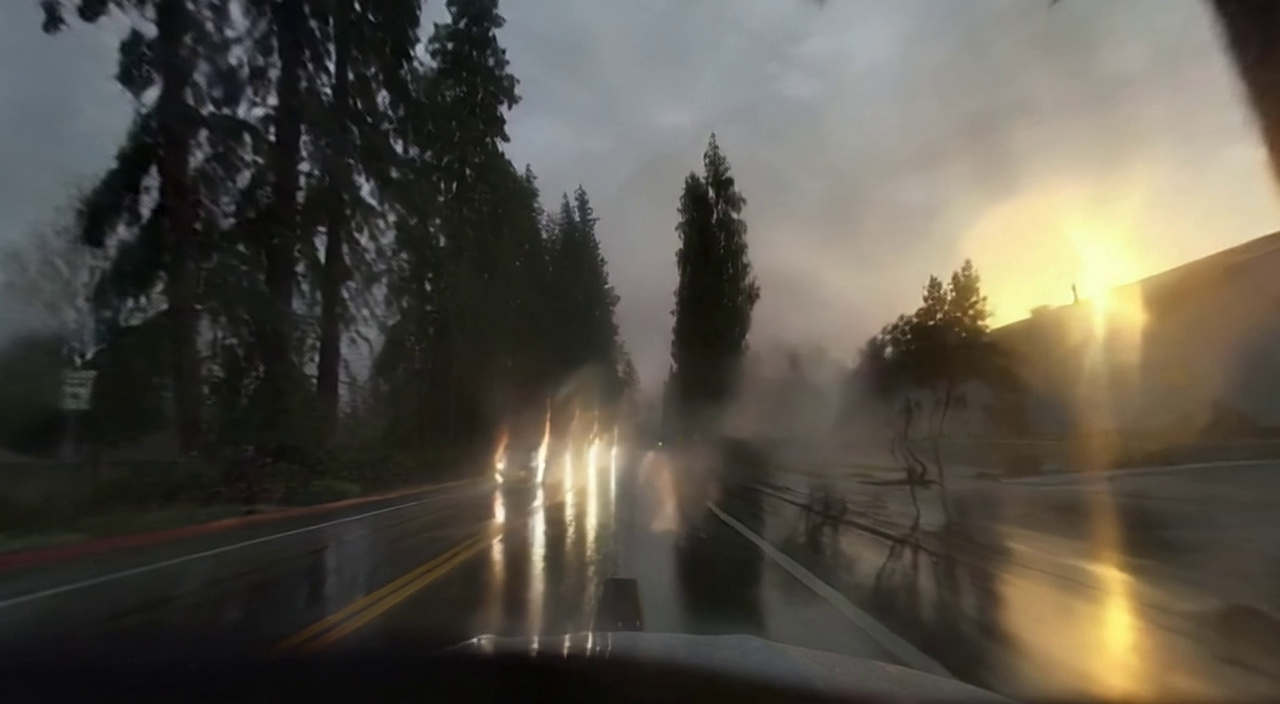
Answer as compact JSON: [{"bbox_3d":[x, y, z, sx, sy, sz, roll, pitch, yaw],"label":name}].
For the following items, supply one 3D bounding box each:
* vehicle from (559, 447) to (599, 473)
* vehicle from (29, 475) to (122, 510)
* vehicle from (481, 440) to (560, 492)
[{"bbox_3d":[-3.793,6.808,40.038,2.031,1.477,4.450,-1,-9,1],"label":"vehicle"},{"bbox_3d":[-42.190,10.455,47.430,2.099,2.149,5.433,0,-9,-4],"label":"vehicle"},{"bbox_3d":[-4.303,4.173,23.526,1.984,1.705,4.346,-1,-8,2],"label":"vehicle"}]
